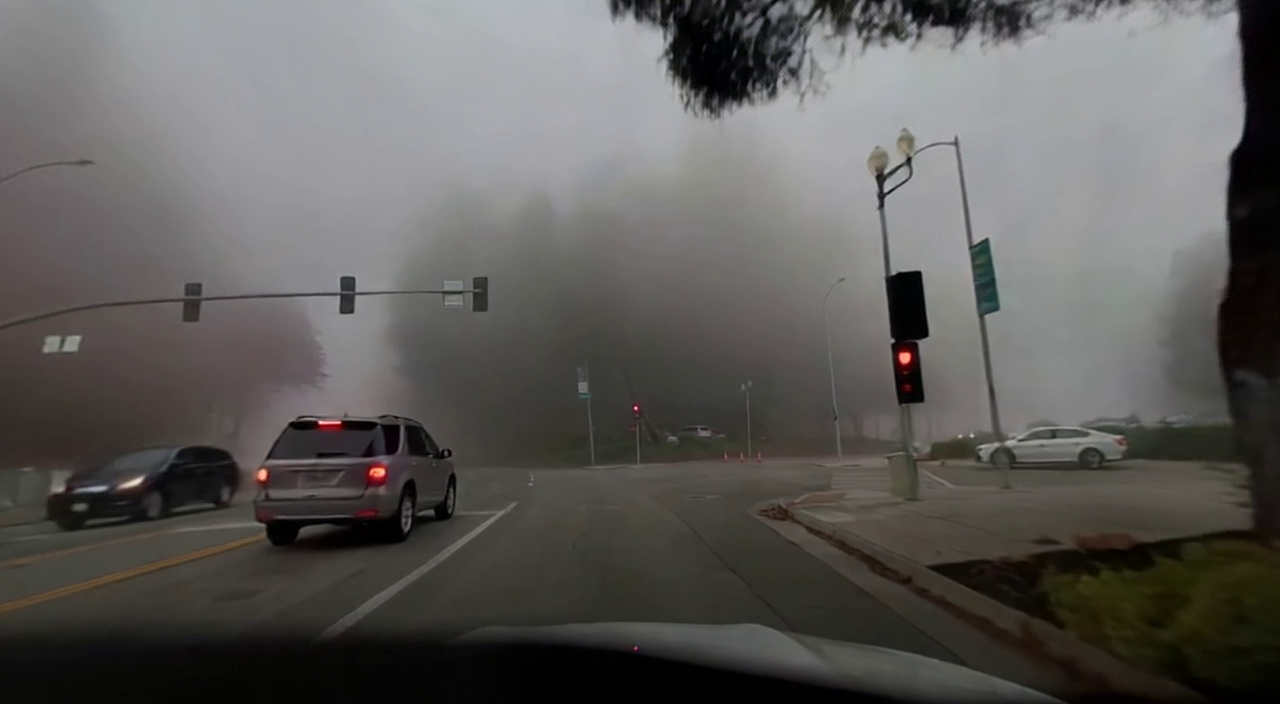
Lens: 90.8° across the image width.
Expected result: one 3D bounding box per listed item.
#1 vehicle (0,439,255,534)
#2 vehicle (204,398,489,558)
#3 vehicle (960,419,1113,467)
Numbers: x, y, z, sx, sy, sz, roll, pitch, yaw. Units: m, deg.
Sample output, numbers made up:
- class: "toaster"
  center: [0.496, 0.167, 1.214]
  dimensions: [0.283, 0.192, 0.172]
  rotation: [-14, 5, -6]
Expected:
- class: "vehicle"
  center: [-11.382, 2.964, 14.622]
  dimensions: [2.433, 1.784, 4.681]
  rotation: [1, -9, -7]
- class: "vehicle"
  center: [-3.956, 1.822, 9.812]
  dimensions: [2.134, 1.799, 5.082]
  rotation: [0, -9, -2]
- class: "vehicle"
  center: [15.965, 3.733, 25.827]
  dimensions: [4.857, 1.803, 2.147]
  rotation: [-4, -10, 22]
